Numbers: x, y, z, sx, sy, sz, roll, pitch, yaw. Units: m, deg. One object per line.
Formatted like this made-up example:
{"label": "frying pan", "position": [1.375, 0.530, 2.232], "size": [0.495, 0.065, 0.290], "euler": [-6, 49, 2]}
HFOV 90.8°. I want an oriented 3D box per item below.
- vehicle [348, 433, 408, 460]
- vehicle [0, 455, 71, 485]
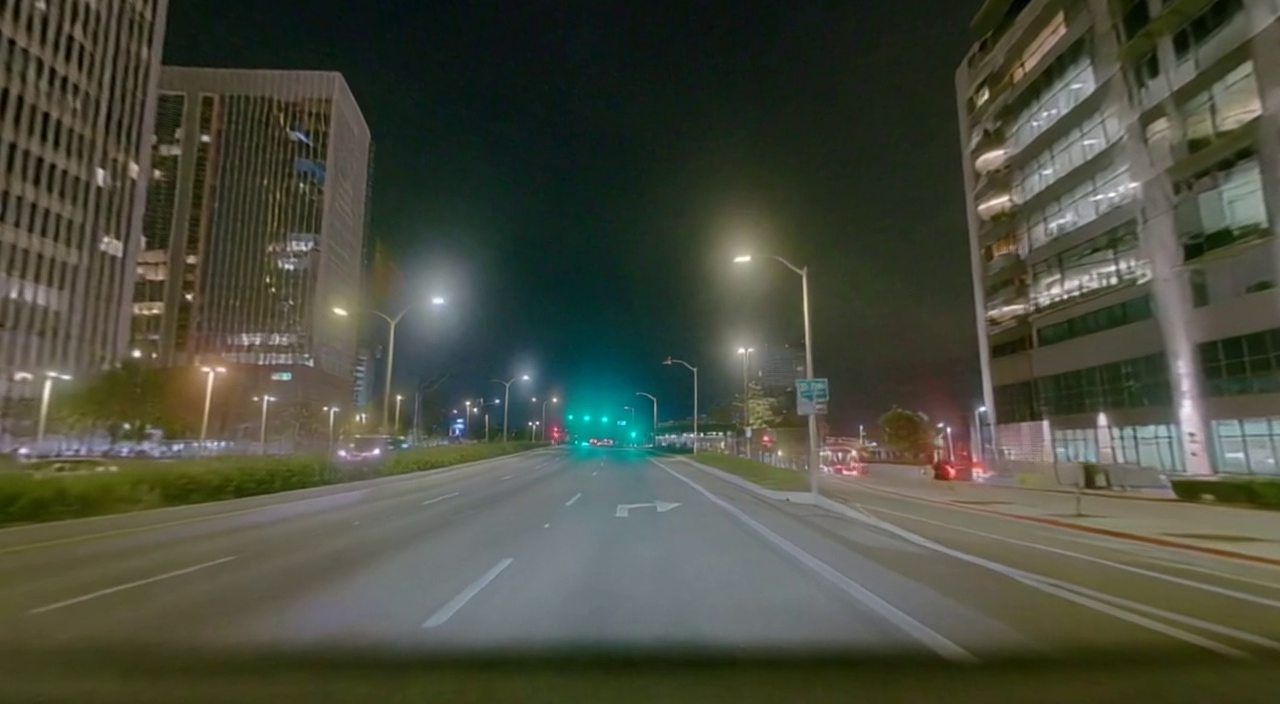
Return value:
{"label": "vehicle", "position": [-18.621, 6.756, 45.130], "size": [2.066, 1.791, 4.878], "euler": [0, -8, 1]}
{"label": "vehicle", "position": [-32.659, 6.196, 33.318], "size": [1.794, 1.427, 3.715], "euler": [0, -8, 0]}
